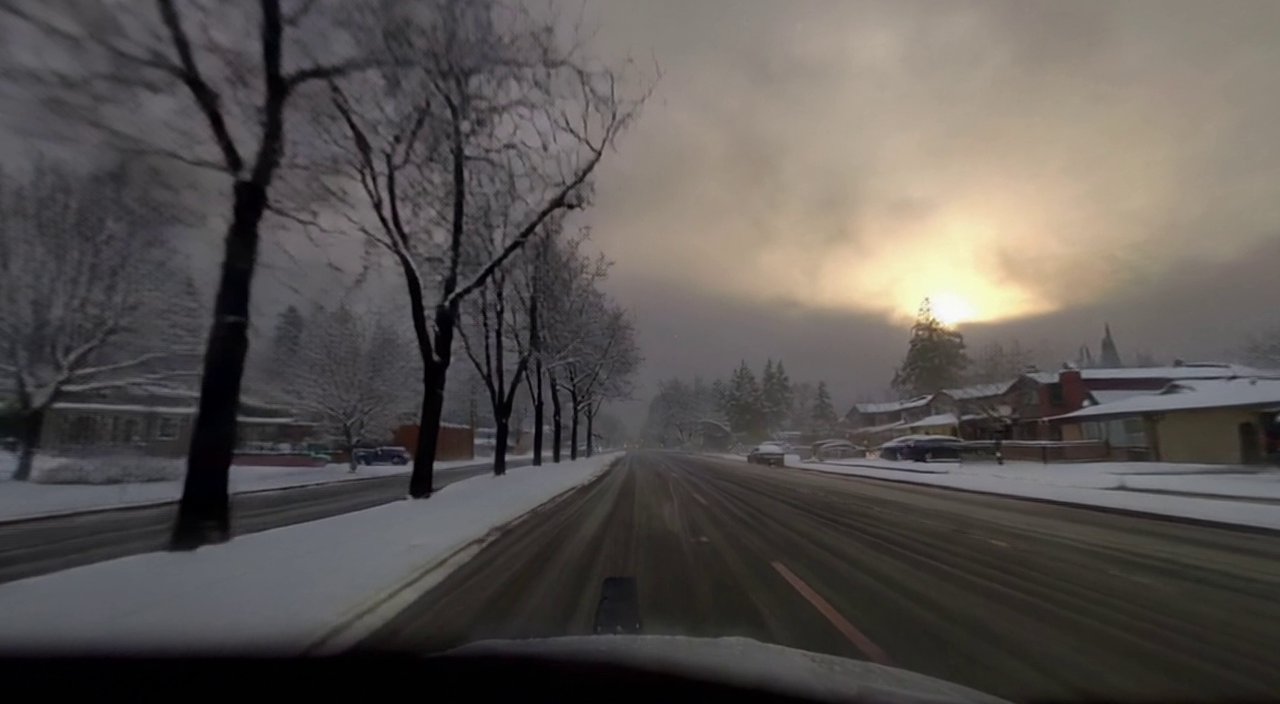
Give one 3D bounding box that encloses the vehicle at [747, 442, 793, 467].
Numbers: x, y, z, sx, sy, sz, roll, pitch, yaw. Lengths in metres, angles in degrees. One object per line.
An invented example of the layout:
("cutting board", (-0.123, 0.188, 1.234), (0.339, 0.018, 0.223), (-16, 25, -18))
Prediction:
("vehicle", (8.456, 6.691, 41.370), (1.940, 1.516, 4.319), (0, -9, -3))
